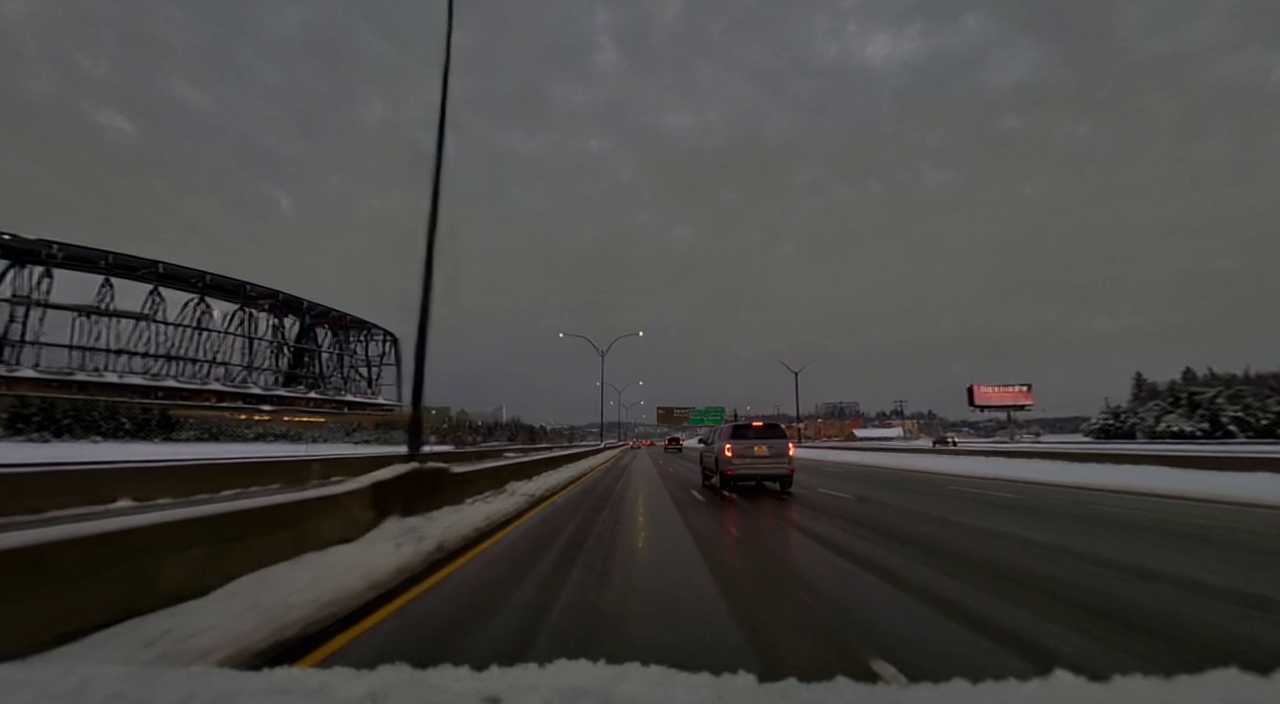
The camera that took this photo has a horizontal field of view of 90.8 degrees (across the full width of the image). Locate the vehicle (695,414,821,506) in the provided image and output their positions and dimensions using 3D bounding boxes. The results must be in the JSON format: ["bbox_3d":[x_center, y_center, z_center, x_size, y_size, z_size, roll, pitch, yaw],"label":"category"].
[{"bbox_3d":[2.802,2.731,16.356,2.199,2.002,4.970,0,-8,-1],"label":"vehicle"}]
